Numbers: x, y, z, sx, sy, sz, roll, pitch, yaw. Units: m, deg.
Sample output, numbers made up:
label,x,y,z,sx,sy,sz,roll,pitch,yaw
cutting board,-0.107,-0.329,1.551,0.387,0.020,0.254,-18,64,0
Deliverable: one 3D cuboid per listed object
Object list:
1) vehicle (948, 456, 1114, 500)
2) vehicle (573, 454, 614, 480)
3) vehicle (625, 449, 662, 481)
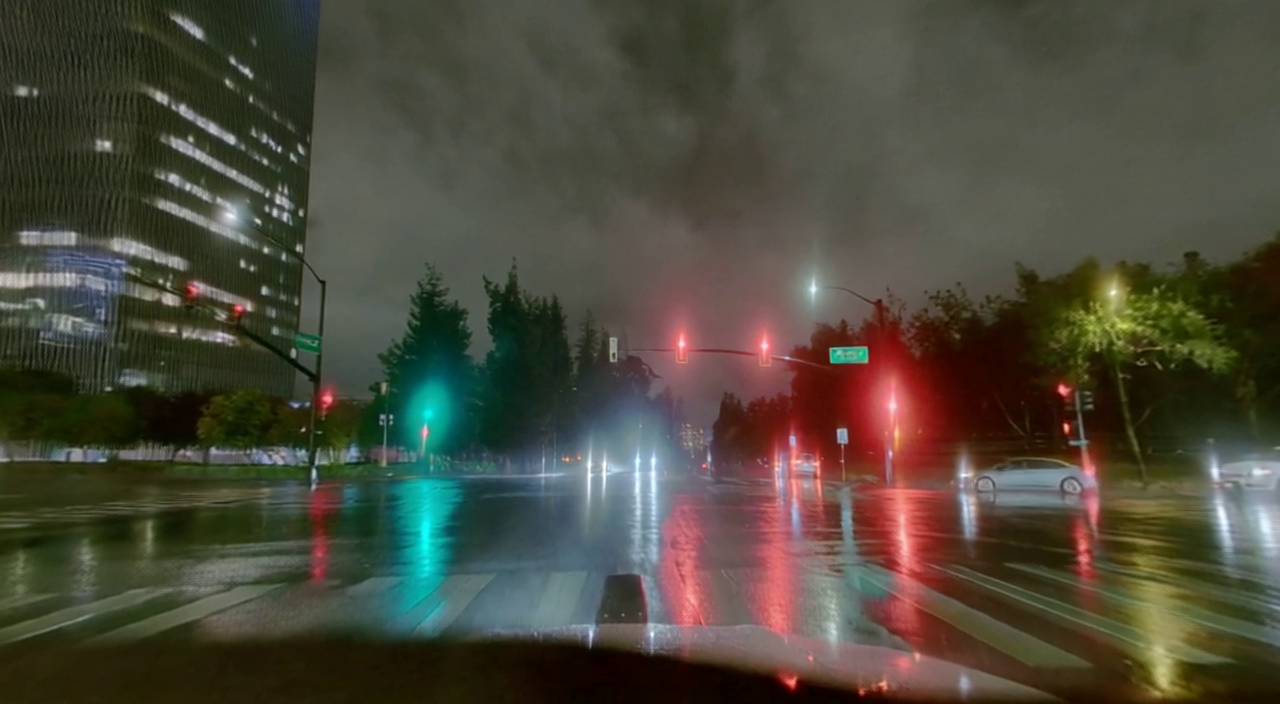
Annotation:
label,x,y,z,sx,sy,sz,roll,pitch,yaw
vehicle,14.643,4.736,23.852,4.896,1.503,1.971,-3,-9,15
vehicle,-2.886,7.236,39.763,2.068,1.486,4.664,0,-9,2
vehicle,0.250,6.606,37.016,2.018,1.699,4.751,0,-9,1
